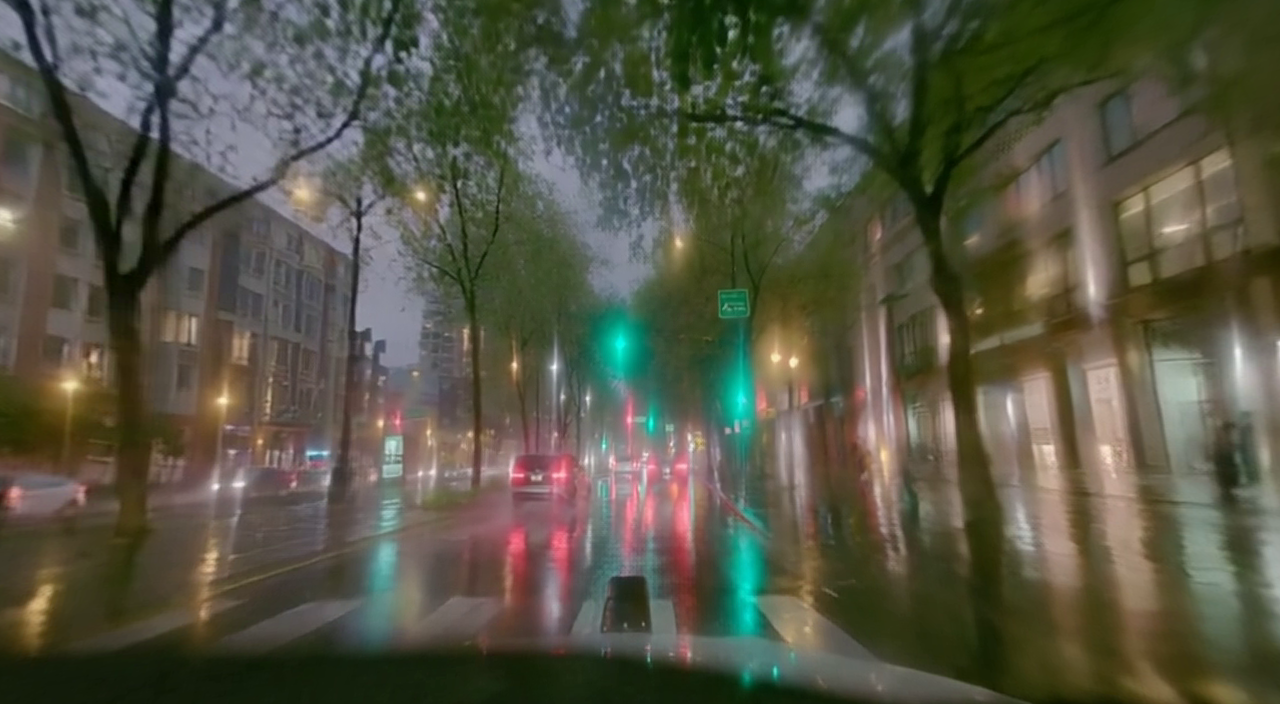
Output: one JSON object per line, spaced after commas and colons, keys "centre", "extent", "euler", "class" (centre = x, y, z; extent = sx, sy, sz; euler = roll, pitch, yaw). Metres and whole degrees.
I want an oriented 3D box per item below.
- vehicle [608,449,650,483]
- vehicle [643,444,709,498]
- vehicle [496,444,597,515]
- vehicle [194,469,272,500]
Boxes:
{"centre": [-0.592, 6.767, 37.812], "extent": [2.220, 1.847, 4.587], "euler": [-1, -9, 3], "class": "vehicle"}
{"centre": [1.249, 4.194, 22.629], "extent": [2.120, 1.758, 3.917], "euler": [-1, -9, 2], "class": "vehicle"}
{"centre": [-2.425, 3.415, 17.378], "extent": [1.940, 1.722, 3.823], "euler": [-1, -9, 4], "class": "vehicle"}
{"centre": [-27.798, 9.031, 43.256], "extent": [2.045, 1.799, 4.945], "euler": [0, -9, 0], "class": "vehicle"}
